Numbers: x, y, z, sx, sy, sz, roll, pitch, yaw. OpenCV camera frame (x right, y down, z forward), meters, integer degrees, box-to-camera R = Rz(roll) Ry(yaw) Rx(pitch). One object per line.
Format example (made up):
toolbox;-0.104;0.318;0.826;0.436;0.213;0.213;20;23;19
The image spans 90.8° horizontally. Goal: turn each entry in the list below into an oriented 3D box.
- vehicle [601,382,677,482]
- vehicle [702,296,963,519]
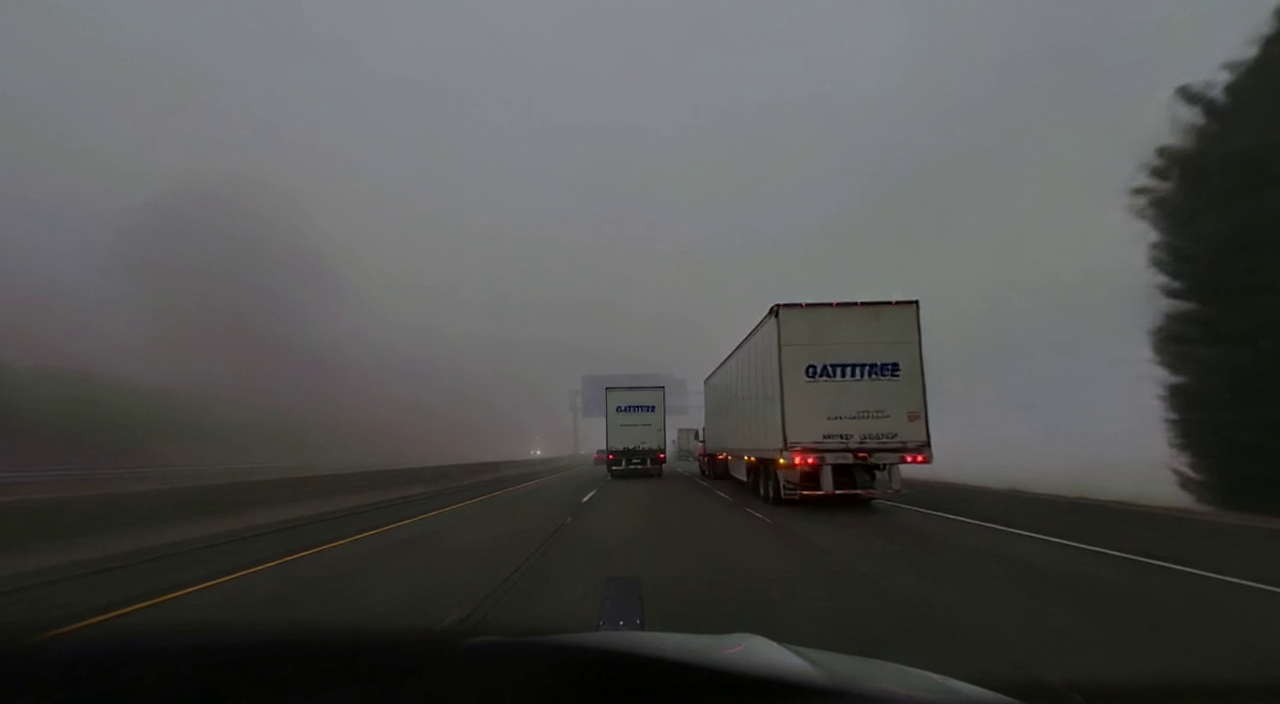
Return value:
vehicle;-0.017;3.813;29.058;2.864;3.805;9.709;0;-9;0
vehicle;4.229;2.075;18.872;3.044;4.128;14.482;0;-9;-1
